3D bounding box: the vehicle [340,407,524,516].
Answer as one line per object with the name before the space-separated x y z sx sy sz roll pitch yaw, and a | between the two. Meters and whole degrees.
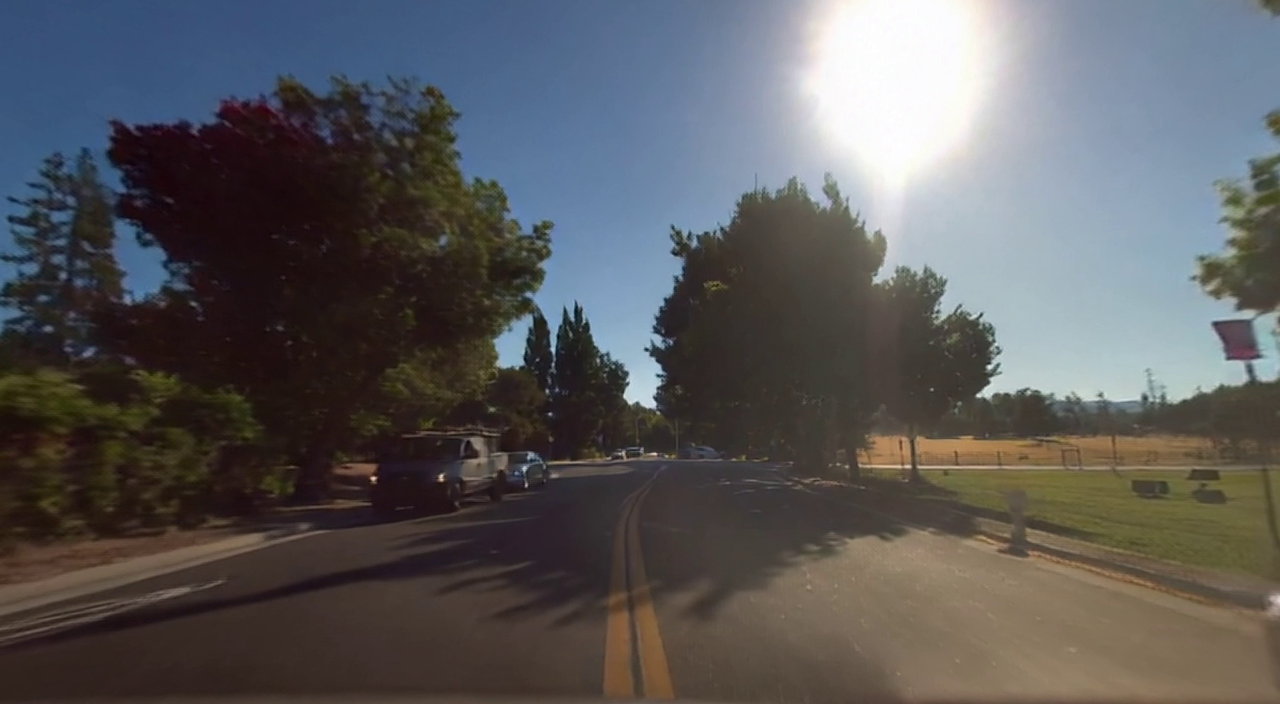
vehicle | -5.134 2.996 16.682 2.583 2.167 5.667 -6 -12 4
